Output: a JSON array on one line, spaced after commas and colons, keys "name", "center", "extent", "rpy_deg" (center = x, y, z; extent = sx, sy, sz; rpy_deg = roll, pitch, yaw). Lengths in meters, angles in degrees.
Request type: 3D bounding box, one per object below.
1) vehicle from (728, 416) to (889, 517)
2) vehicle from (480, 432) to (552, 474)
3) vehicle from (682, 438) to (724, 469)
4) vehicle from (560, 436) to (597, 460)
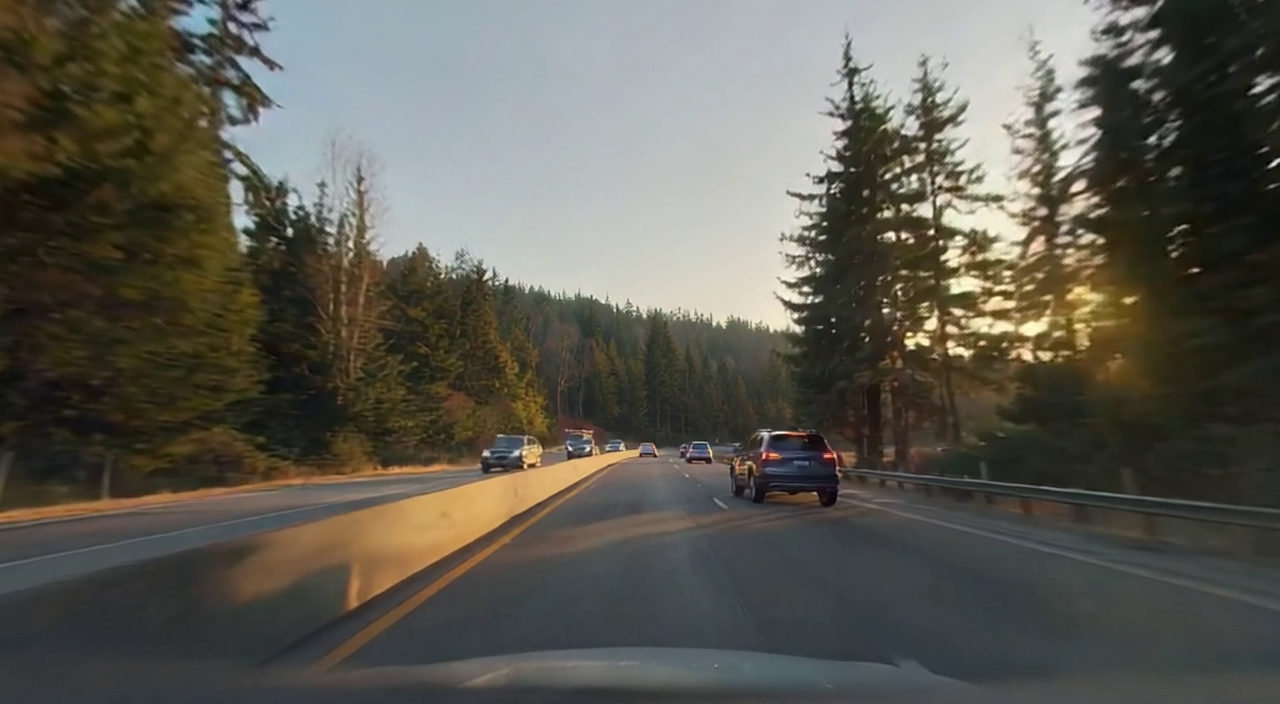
[{"name": "vehicle", "center": [3.529, 2.505, 14.370], "extent": [2.270, 1.897, 4.822], "rpy_deg": [0, -8, -1]}, {"name": "vehicle", "center": [-5.301, 4.386, 27.631], "extent": [2.146, 1.707, 4.326], "rpy_deg": [0, -8, 1]}, {"name": "vehicle", "center": [3.704, 6.064, 37.836], "extent": [2.112, 1.708, 4.380], "rpy_deg": [0, -8, 0]}, {"name": "vehicle", "center": [-4.437, 7.009, 46.318], "extent": [2.054, 1.683, 4.384], "rpy_deg": [0, -8, 3]}]
